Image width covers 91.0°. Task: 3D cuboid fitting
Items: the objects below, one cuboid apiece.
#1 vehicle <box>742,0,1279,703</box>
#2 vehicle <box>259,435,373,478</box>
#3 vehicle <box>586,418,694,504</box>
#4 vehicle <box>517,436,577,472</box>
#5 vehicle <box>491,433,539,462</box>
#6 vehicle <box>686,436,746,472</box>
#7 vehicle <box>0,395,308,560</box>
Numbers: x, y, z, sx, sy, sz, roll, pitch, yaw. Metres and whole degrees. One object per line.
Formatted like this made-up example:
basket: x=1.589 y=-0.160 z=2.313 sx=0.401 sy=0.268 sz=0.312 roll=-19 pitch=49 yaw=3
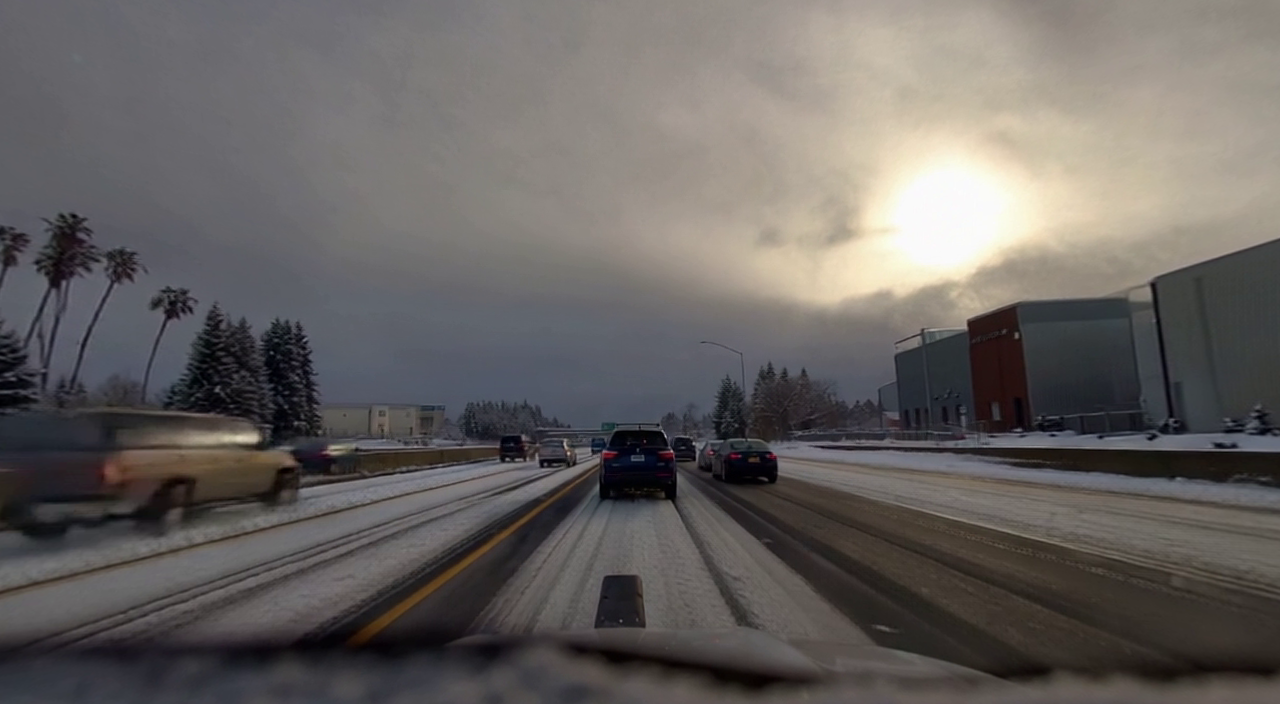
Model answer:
vehicle: x=3.950 y=0.541 z=7.675 sx=3.020 sy=3.622 sz=14.302 roll=0 pitch=-9 yaw=0
vehicle: x=-12.515 y=4.072 z=24.735 sx=1.961 sy=1.493 sz=4.784 roll=0 pitch=-9 yaw=0
vehicle: x=0.035 y=2.610 z=15.399 sx=2.268 sy=1.796 sz=4.280 roll=0 pitch=-9 yaw=1
vehicle: x=-4.305 y=4.835 z=29.981 sx=2.040 sy=1.536 sz=4.680 roll=0 pitch=-9 yaw=1
vehicle: x=-7.944 y=6.139 z=40.526 sx=2.066 sy=1.779 sz=4.706 roll=0 pitch=-9 yaw=1
vehicle: x=3.355 y=4.631 z=28.721 sx=2.039 sy=1.516 sz=4.521 roll=0 pitch=-9 yaw=-2
vehicle: x=-7.488 y=1.743 z=9.446 sx=2.215 sy=1.795 sz=4.966 roll=0 pitch=-9 yaw=1
